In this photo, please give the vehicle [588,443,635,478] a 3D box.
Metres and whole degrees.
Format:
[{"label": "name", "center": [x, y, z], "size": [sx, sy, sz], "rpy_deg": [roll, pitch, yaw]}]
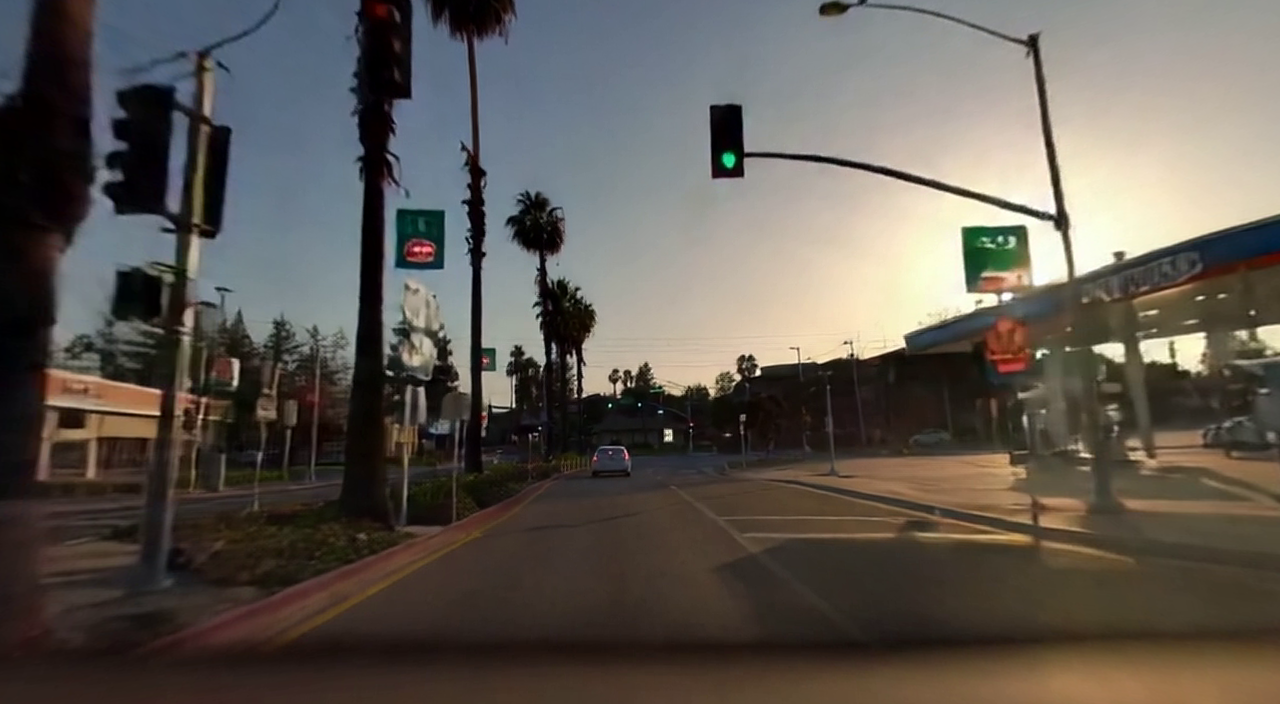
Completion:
[{"label": "vehicle", "center": [-1.373, 5.172, 30.264], "size": [2.073, 1.525, 4.809], "rpy_deg": [1, -9, -3]}]
